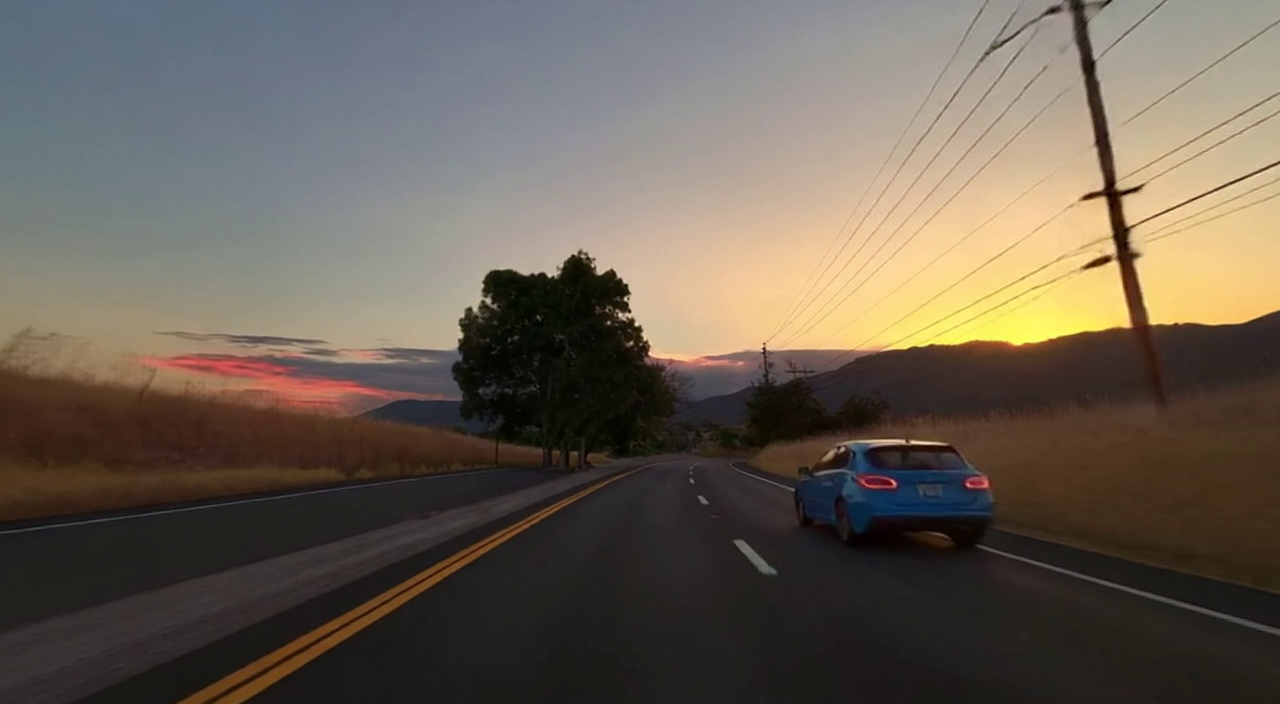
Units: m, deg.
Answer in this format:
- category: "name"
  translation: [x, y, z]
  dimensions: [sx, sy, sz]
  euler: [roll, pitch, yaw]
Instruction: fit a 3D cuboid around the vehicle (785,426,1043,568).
- category: "vehicle"
  translation: [3.819, 2.088, 9.827]
  dimensions: [2.135, 1.692, 4.185]
  euler: [0, -9, 0]
